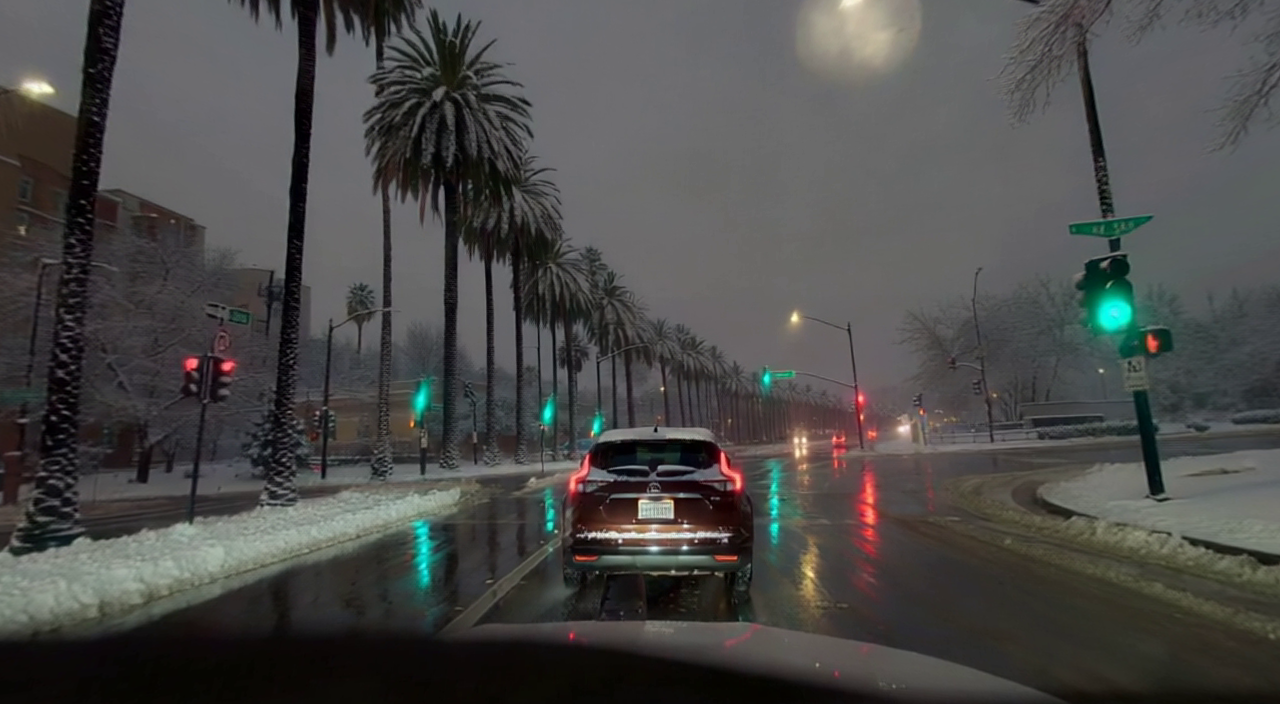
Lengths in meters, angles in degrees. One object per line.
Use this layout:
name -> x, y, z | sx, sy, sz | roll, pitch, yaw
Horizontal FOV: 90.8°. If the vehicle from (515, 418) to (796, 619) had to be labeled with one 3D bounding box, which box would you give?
vehicle -> 0.143, 1.556, 6.840 | 2.096, 1.492, 4.071 | 0, -9, 1
